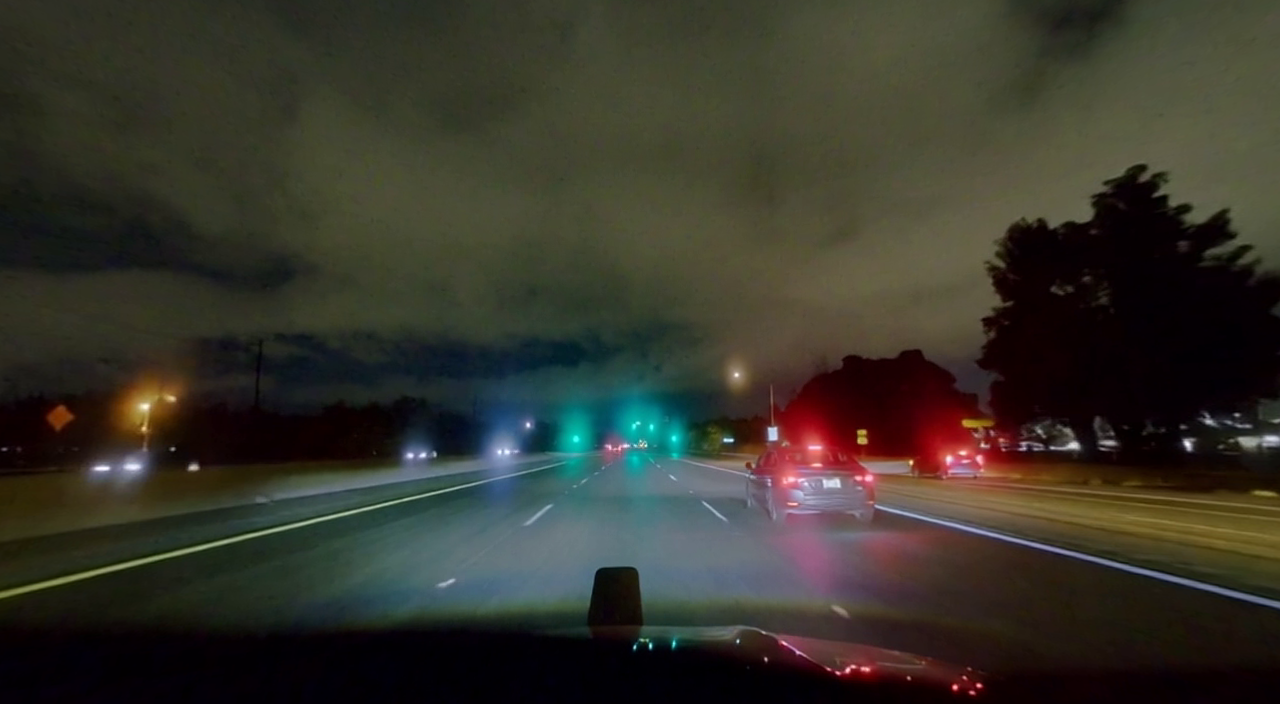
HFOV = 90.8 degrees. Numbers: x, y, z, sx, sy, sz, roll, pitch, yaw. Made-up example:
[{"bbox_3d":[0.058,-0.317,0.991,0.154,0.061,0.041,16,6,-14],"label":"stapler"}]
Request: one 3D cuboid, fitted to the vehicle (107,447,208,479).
[{"bbox_3d":[-24.945,5.734,32.847,1.843,1.518,4.264,0,-9,0],"label":"vehicle"}]
